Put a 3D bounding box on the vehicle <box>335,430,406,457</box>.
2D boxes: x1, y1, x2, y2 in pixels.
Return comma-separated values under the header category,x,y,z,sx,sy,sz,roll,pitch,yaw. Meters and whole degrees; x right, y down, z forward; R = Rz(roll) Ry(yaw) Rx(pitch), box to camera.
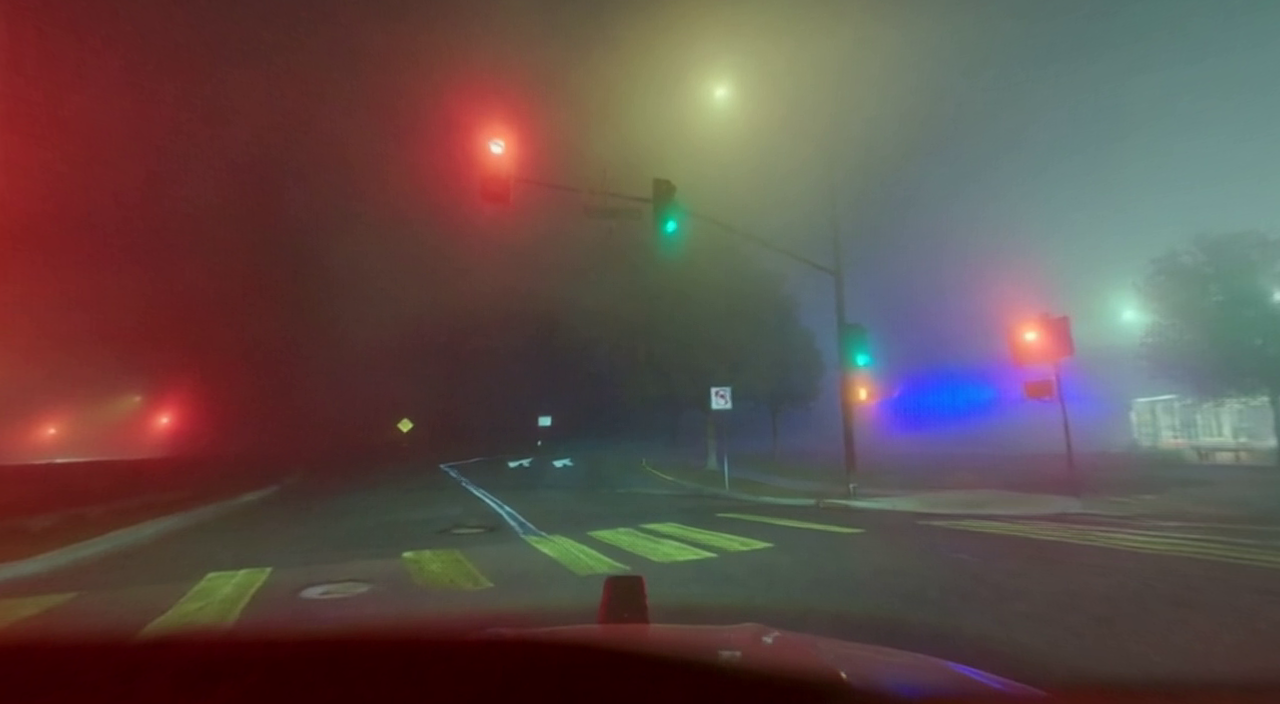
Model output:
category,x,y,z,sx,sy,sz,roll,pitch,yaw
vehicle,-20.639,7.007,48.168,5.570,1.923,2.336,-6,-10,34
